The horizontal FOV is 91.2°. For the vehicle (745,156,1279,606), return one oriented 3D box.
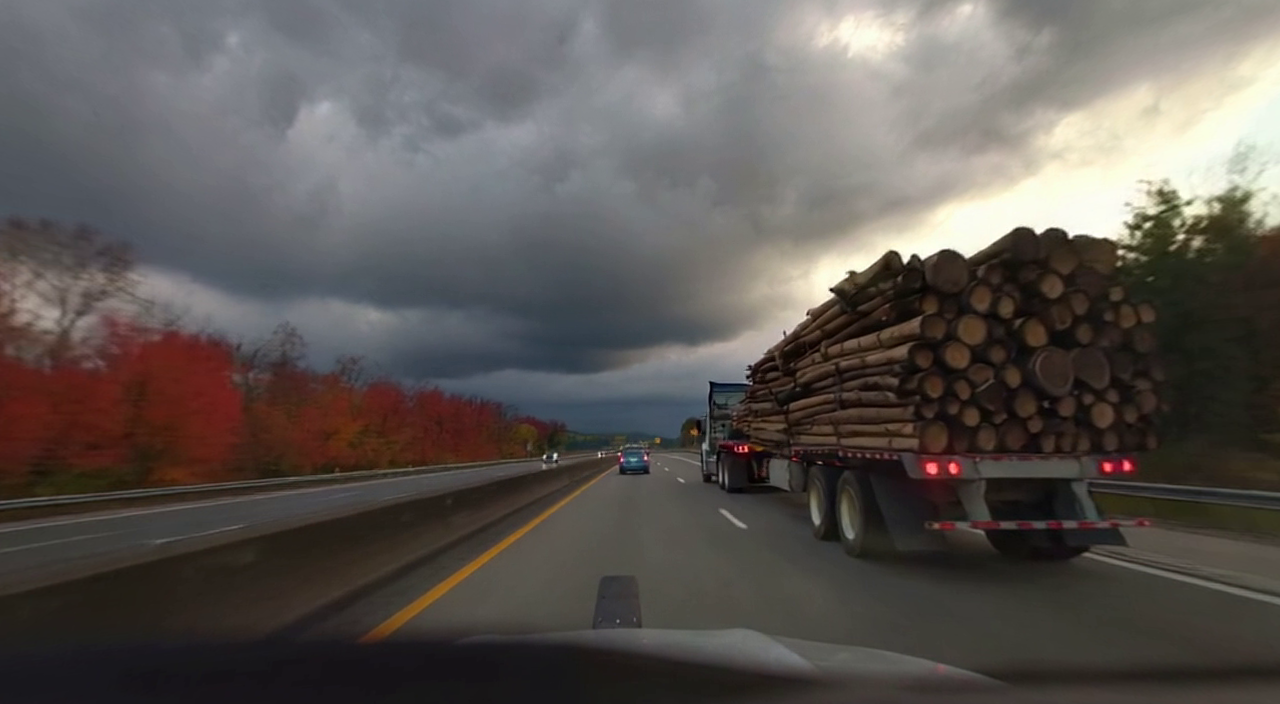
[{"bbox_3d":[3.914,0.782,9.594,3.004,3.923,8.363,0,-9,-1],"label":"vehicle"}]

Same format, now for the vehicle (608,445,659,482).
[{"bbox_3d":[-0.290,4.942,28.069,2.099,1.506,4.097,0,-9,0],"label":"vehicle"}]
